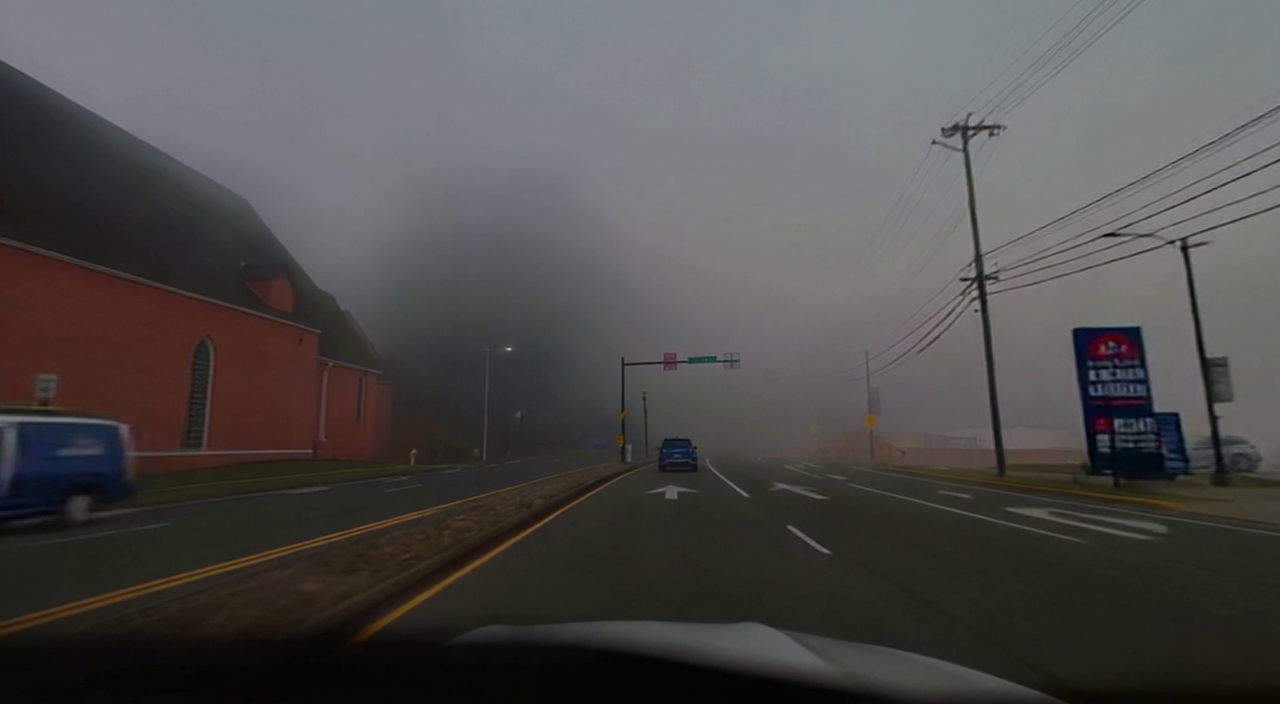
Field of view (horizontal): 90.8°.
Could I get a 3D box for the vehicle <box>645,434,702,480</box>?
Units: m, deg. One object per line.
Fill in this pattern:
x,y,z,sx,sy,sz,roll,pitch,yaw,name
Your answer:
1.372,4.079,24.768,2.032,1.621,4.082,-1,-9,4,vehicle

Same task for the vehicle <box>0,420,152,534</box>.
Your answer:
-11.580,2.094,10.636,2.159,1.850,4.944,-2,-9,12,vehicle

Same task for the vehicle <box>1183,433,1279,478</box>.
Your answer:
25.485,4.229,26.093,4.510,1.733,2.066,1,-9,-10,vehicle
